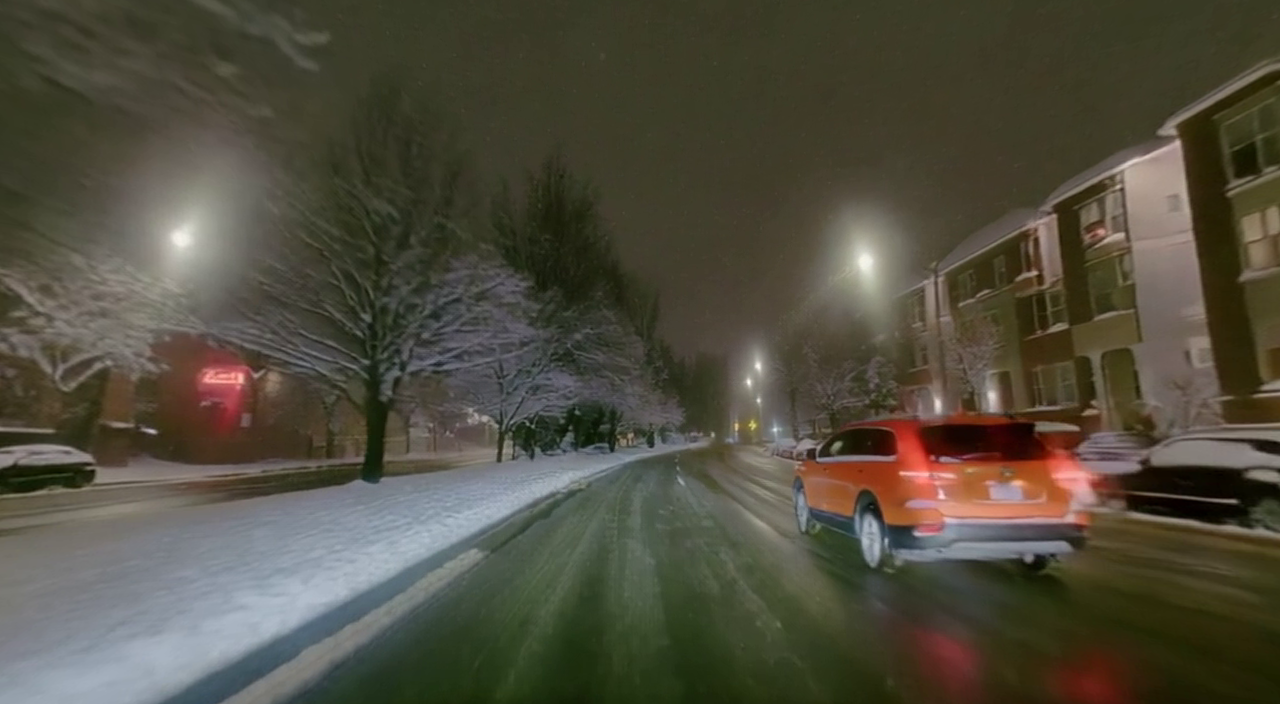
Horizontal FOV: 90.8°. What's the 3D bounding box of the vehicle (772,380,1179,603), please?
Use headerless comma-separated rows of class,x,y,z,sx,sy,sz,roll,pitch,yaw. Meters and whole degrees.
vehicle,3.235,1.475,7.526,2.215,1.812,4.569,0,-9,-1

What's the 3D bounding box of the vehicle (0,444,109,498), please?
vehicle,-19.108,3.655,19.270,1.908,1.500,4.470,-3,-10,1

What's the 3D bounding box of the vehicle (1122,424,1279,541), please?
vehicle,10.192,2.011,9.634,2.037,1.655,4.760,4,-8,1
